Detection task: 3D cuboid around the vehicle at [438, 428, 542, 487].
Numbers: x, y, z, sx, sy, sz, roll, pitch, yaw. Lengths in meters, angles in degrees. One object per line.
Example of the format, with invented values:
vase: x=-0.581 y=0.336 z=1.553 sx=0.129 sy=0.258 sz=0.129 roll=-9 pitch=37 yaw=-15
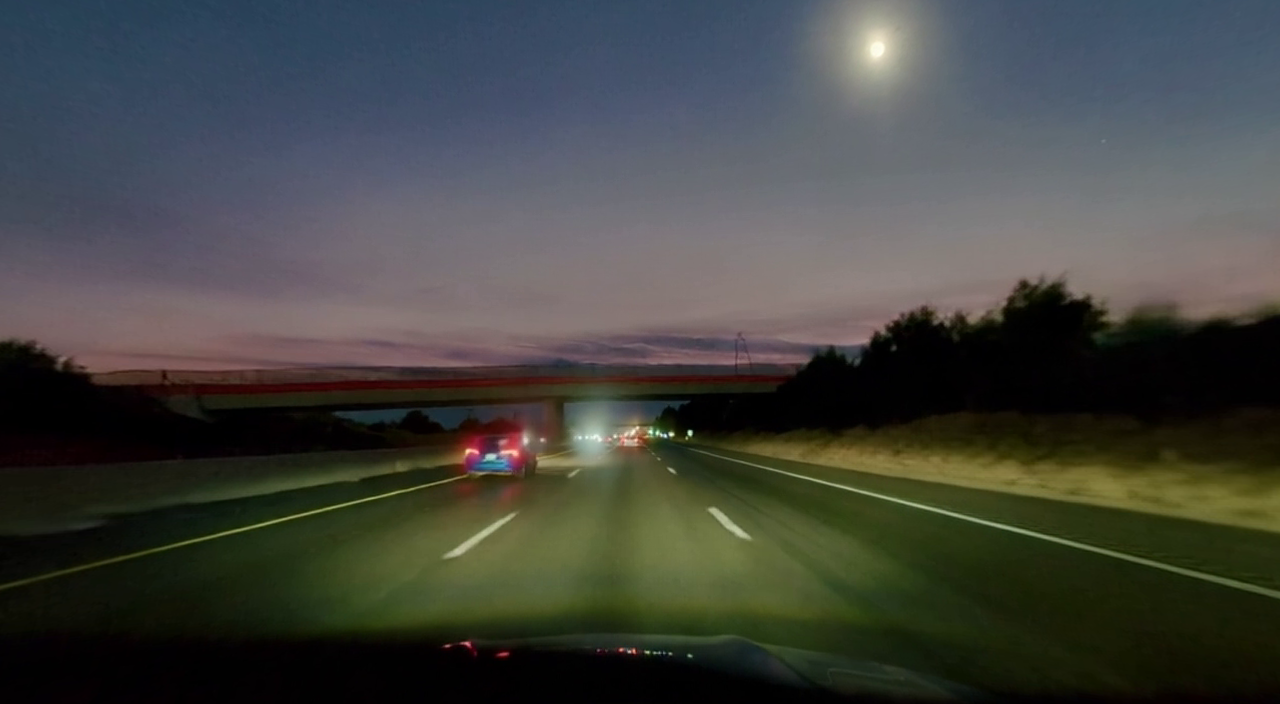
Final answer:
vehicle: x=-4.324 y=3.097 z=18.976 sx=2.074 sy=1.535 sz=4.437 roll=0 pitch=-8 yaw=0
